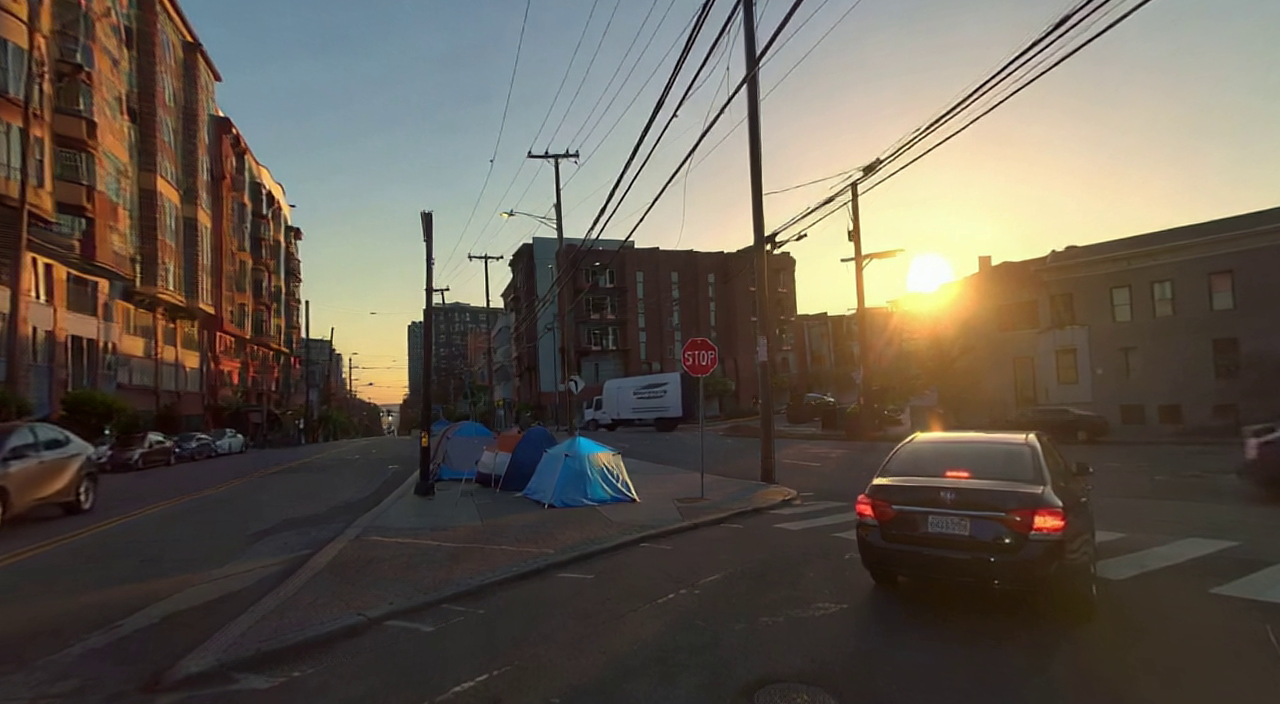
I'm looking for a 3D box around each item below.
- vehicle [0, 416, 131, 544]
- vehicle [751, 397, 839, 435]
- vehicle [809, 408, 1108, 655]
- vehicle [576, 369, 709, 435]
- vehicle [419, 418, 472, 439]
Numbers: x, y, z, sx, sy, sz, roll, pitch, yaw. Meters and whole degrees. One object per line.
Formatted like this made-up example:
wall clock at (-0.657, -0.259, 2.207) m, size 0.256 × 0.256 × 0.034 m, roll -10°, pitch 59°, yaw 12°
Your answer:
vehicle at (-10.048, 1.963, 9.907) m, size 1.987 × 1.686 × 3.971 m, roll 0°, pitch -8°, yaw -20°
vehicle at (8.250, 3.507, 33.991) m, size 1.805 × 1.694 × 4.214 m, roll 10°, pitch -14°, yaw -44°
vehicle at (3.403, 1.544, 6.599) m, size 1.945 × 1.647 × 4.160 m, roll -6°, pitch -10°, yaw 32°
vehicle at (-0.023, 2.841, 33.877) m, size 7.172 × 3.075 × 2.584 m, roll -7°, pitch -10°, yaw 41°
vehicle at (-15.167, 5.976, 49.167) m, size 2.089 × 1.506 × 4.641 m, roll 7°, pitch -11°, yaw -41°
